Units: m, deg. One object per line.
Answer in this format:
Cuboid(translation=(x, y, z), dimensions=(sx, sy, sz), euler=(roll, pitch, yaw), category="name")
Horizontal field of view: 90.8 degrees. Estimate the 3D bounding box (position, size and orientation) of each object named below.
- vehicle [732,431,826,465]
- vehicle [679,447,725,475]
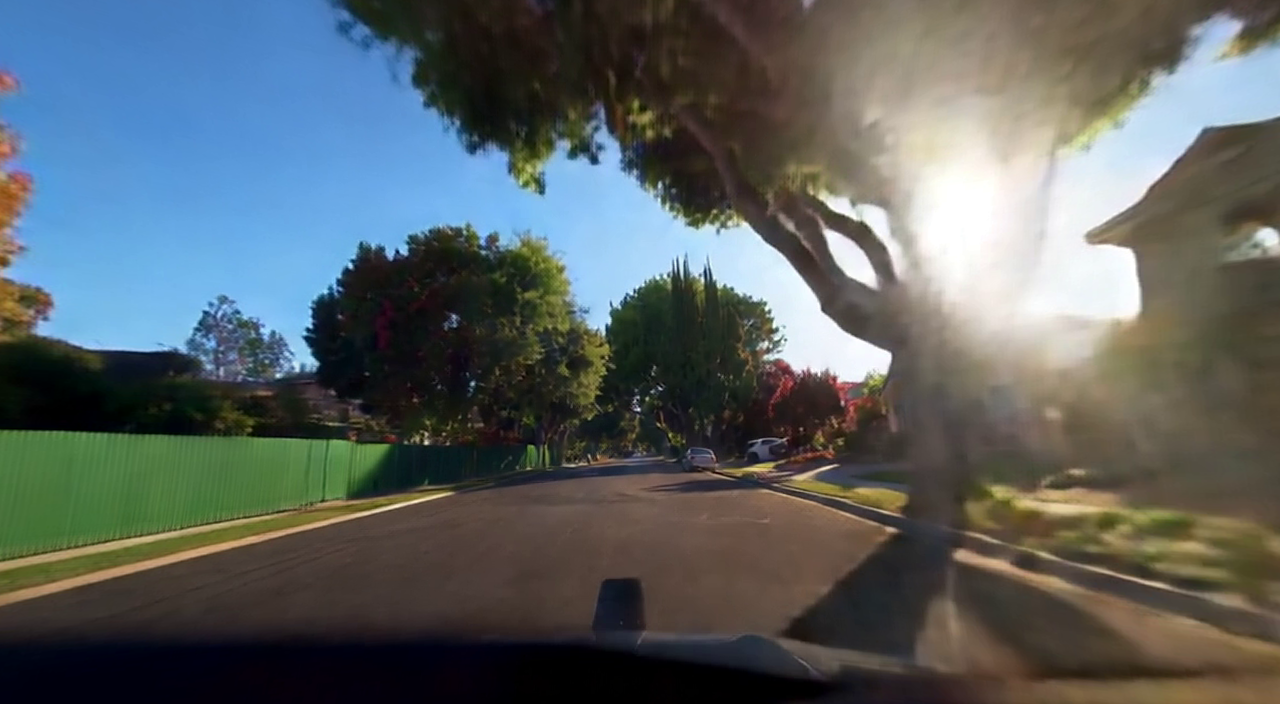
Cuboid(translation=(9.604, 6.716, 44.111), dimensions=(5.935, 1.911, 2.236), euler=(-4, -9, 0), category="vehicle")
Cuboid(translation=(3.667, 6.497, 38.023), dimensions=(2.051, 1.524, 5.047), euler=(0, -9, -2), category="vehicle")
